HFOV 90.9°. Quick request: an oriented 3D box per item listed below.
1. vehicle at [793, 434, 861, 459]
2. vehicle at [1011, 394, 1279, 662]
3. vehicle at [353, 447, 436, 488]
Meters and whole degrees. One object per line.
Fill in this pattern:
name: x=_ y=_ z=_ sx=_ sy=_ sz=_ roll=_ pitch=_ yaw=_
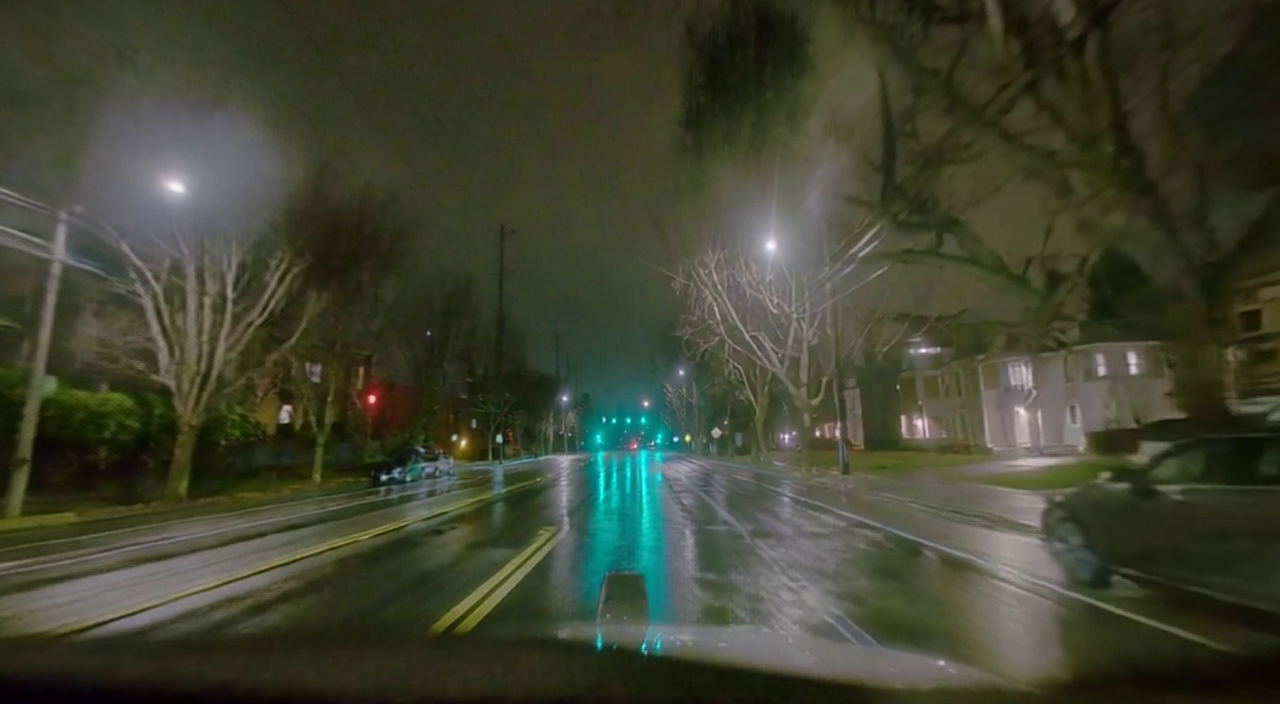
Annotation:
vehicle: x=14.350 y=7.275 z=48.646 sx=4.907 sy=1.693 sz=2.081 roll=0 pitch=-7 yaw=14
vehicle: x=5.110 y=1.176 z=4.405 sx=2.104 sy=1.687 sz=4.636 roll=0 pitch=-8 yaw=-1
vehicle: x=-11.494 y=5.397 z=29.865 sx=2.023 sy=1.629 sz=4.822 roll=-1 pitch=-8 yaw=0
